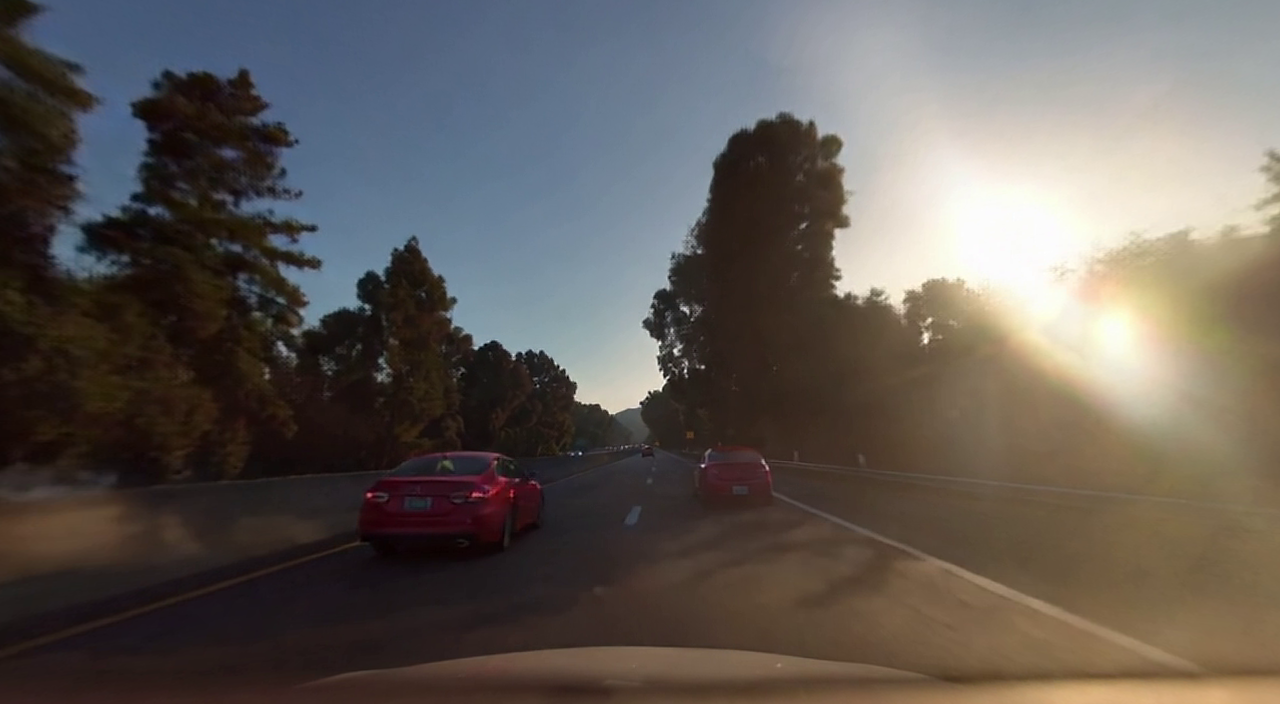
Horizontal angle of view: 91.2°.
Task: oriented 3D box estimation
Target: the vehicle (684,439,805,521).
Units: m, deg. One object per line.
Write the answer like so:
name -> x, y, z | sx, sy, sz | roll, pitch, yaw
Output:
vehicle -> 2.142, 2.755, 14.017 | 2.021, 1.533, 4.014 | 0, -9, 0

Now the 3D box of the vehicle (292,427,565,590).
vehicle -> -2.304, 1.843, 8.243 | 2.083, 1.548, 4.251 | 0, -9, 0
